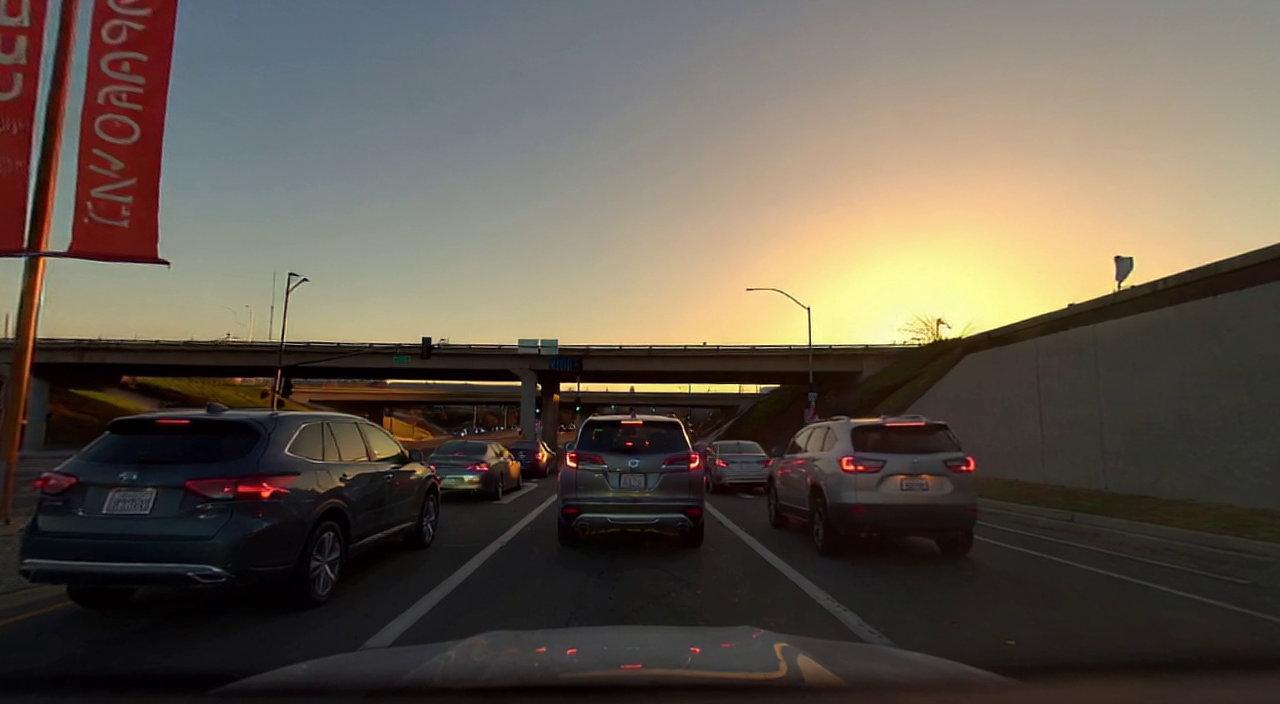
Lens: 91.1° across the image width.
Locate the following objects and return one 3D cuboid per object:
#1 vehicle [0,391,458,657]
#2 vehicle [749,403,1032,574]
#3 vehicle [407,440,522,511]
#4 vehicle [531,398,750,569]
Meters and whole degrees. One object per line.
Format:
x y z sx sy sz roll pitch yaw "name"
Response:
-3.496 1.430 6.273 2.039 1.709 4.265 0 -9 0 "vehicle"
3.098 1.806 9.122 2.016 1.804 4.681 0 -9 -2 "vehicle"
-4.151 2.947 15.435 1.797 1.505 3.506 0 -9 0 "vehicle"
-0.083 1.773 9.220 2.409 1.864 4.471 0 -9 -2 "vehicle"
